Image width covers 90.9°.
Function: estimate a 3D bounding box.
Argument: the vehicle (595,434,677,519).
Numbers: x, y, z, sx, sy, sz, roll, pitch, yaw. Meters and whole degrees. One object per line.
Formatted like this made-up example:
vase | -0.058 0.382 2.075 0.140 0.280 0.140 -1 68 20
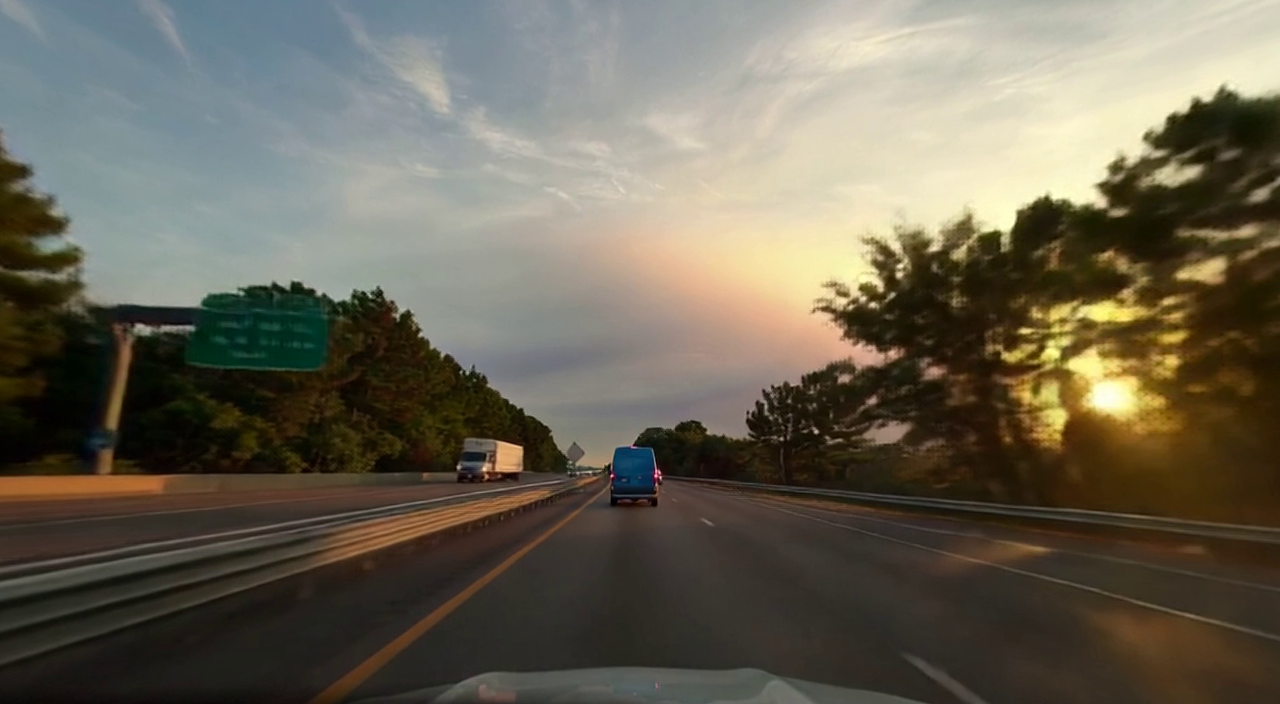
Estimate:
vehicle | -0.246 4.206 21.589 2.375 2.432 6.161 1 -10 -3
